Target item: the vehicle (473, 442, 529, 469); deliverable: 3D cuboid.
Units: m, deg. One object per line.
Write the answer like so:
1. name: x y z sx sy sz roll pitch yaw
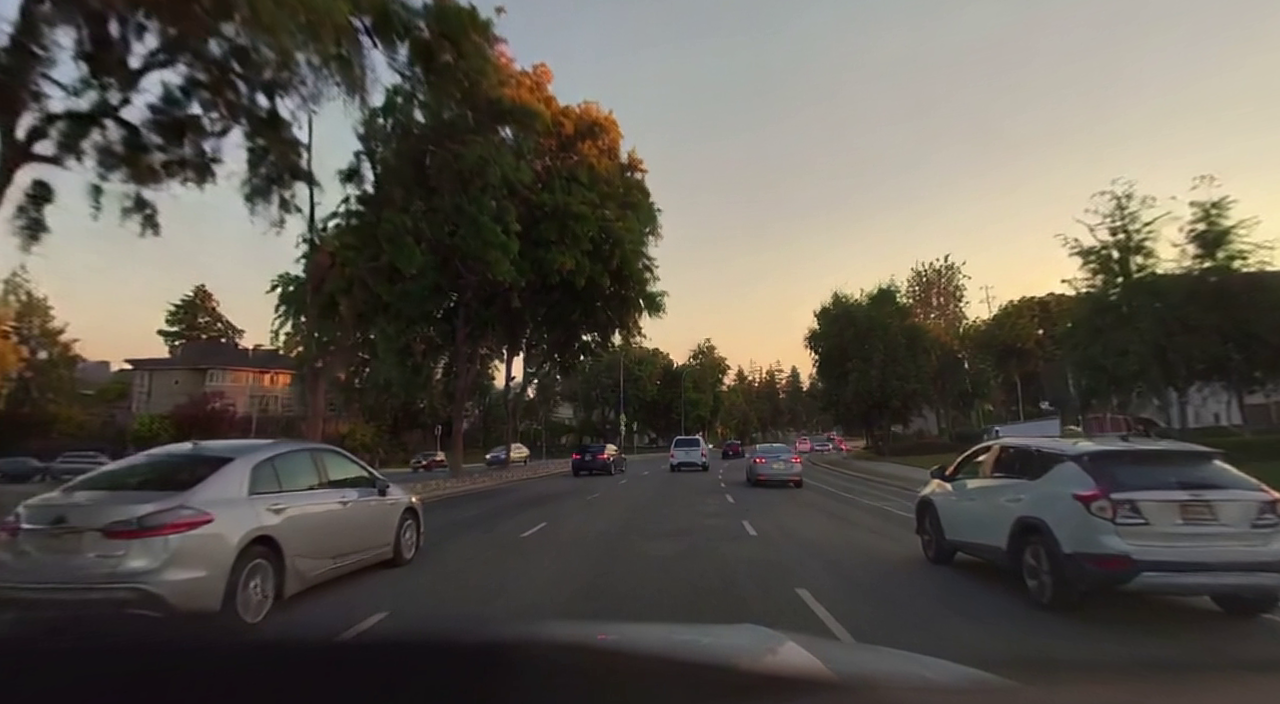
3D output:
1. vehicle: -8.892 6.660 40.802 2.010 1.598 4.355 -2 -9 10

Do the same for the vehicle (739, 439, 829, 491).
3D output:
1. vehicle: 4.416 3.538 20.038 2.117 1.472 4.158 -1 -9 4

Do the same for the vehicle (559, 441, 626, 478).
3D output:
1. vehicle: -2.010 4.757 28.158 2.006 1.464 4.586 -2 -9 8

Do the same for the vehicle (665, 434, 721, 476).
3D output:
1. vehicle: 2.528 4.739 29.127 2.250 1.768 4.574 -2 -9 8

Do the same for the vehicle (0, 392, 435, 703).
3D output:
1. vehicle: -3.421 1.222 4.524 2.169 1.468 4.716 -1 -9 2

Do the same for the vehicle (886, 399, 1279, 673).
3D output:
1. vehicle: 3.700 1.299 5.355 1.859 1.540 3.454 -1 -9 1
